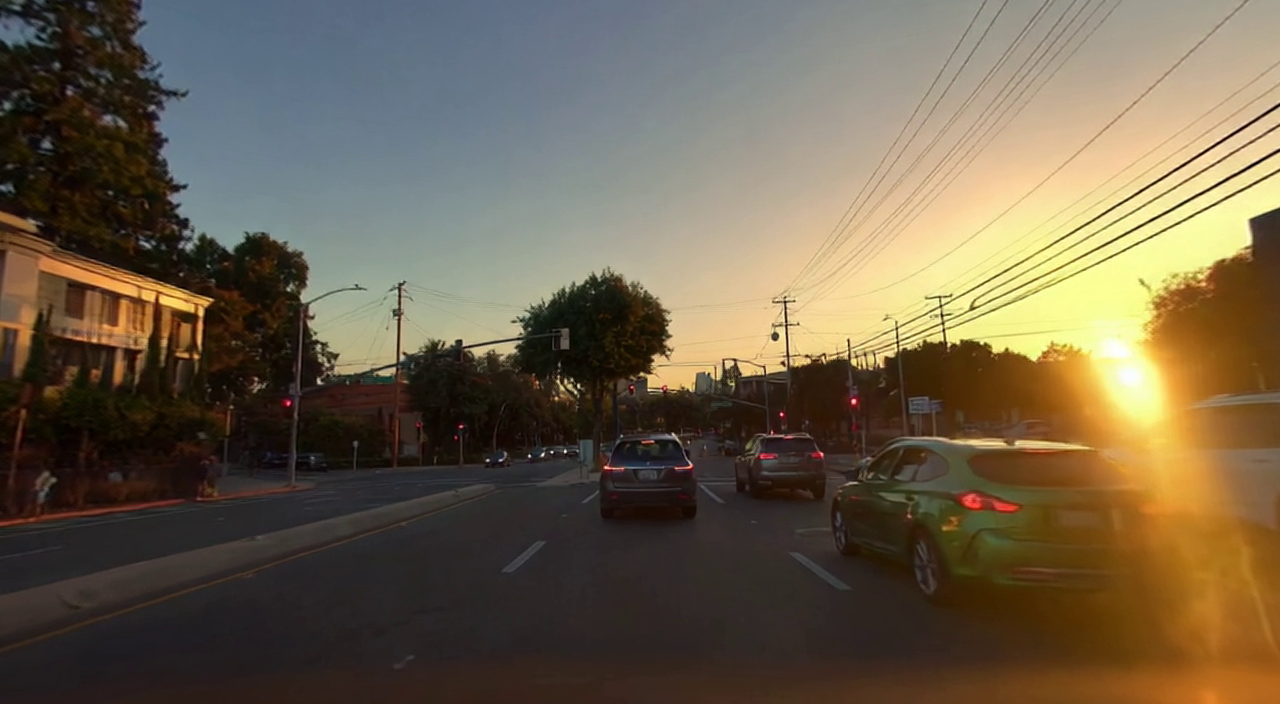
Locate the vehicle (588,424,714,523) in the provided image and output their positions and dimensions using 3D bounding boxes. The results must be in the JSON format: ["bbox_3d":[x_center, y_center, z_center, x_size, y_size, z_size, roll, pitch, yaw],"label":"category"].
[{"bbox_3d":[0.175,2.380,12.864,2.149,1.668,3.962,0,-9,0],"label":"vehicle"}]

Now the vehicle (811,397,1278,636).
[{"bbox_3d":[3.341,1.442,6.512,1.998,1.620,4.267,0,-9,1],"label":"vehicle"}]

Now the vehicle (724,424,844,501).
[{"bbox_3d":[3.691,2.941,17.193,2.060,1.789,4.712,0,-9,-1],"label":"vehicle"}]
